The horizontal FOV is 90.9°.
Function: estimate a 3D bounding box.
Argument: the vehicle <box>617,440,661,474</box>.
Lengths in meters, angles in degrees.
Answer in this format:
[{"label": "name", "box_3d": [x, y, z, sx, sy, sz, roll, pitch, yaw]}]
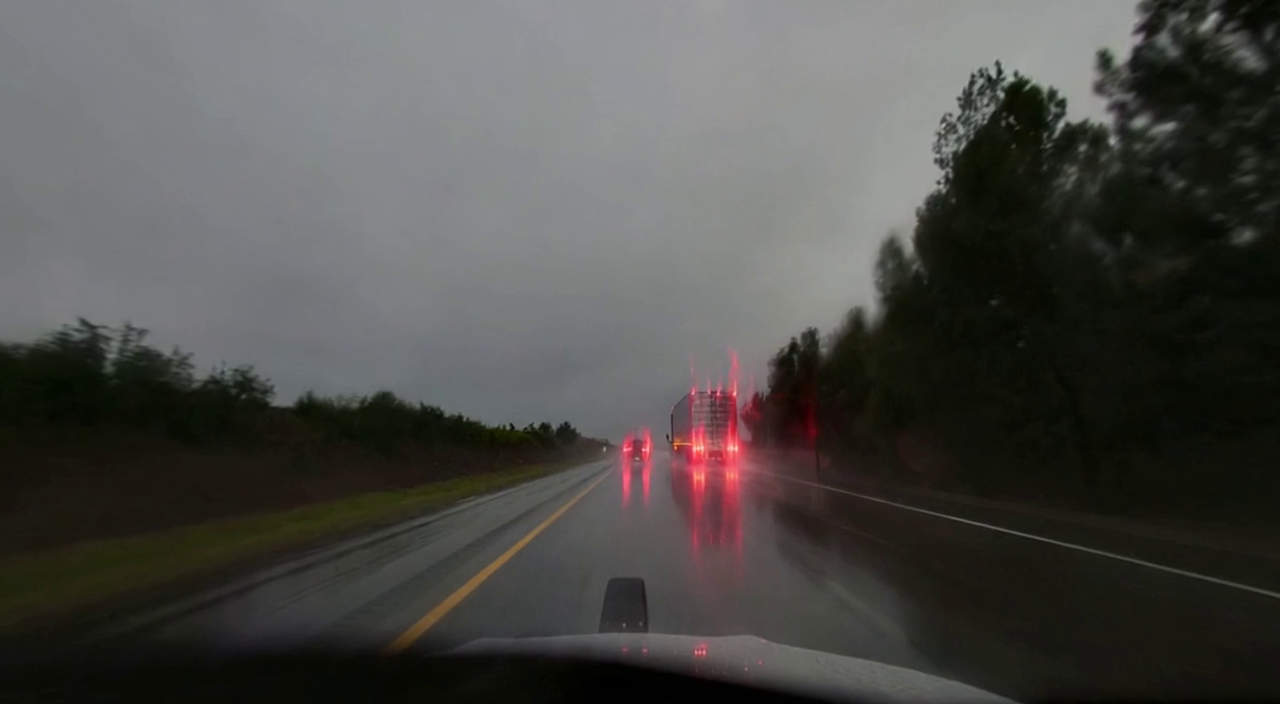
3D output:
[{"label": "vehicle", "box_3d": [-0.053, 5.060, 30.646, 1.968, 1.515, 4.025, 0, -8, 0]}]

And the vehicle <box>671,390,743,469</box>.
[{"label": "vehicle", "box_3d": [3.964, 5.298, 41.457, 2.929, 4.158, 15.921, 0, -8, 0]}]
